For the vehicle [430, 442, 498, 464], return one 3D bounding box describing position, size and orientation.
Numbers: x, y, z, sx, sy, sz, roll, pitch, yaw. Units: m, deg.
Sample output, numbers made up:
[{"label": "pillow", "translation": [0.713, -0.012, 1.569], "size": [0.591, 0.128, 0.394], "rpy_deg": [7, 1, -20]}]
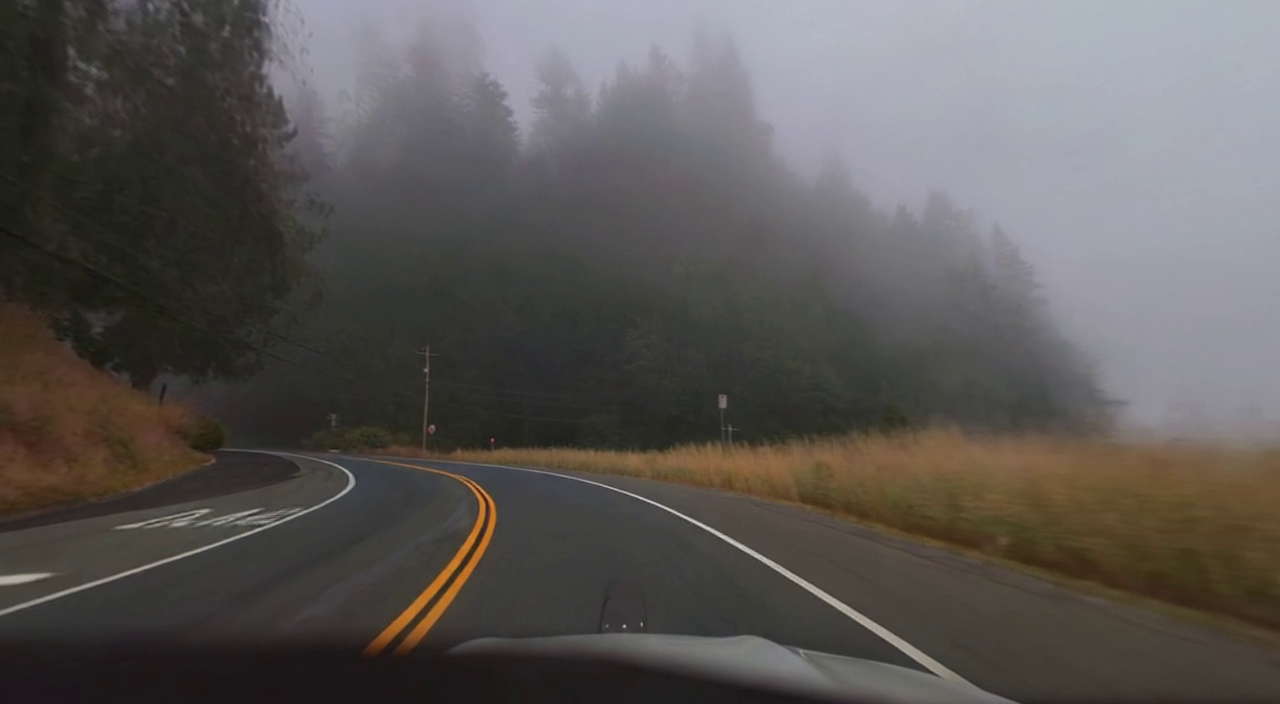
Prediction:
[{"label": "vehicle", "translation": [-13.579, 7.801, 48.779], "size": [2.042, 1.612, 4.612], "rpy_deg": [-8, -11, 42]}]
